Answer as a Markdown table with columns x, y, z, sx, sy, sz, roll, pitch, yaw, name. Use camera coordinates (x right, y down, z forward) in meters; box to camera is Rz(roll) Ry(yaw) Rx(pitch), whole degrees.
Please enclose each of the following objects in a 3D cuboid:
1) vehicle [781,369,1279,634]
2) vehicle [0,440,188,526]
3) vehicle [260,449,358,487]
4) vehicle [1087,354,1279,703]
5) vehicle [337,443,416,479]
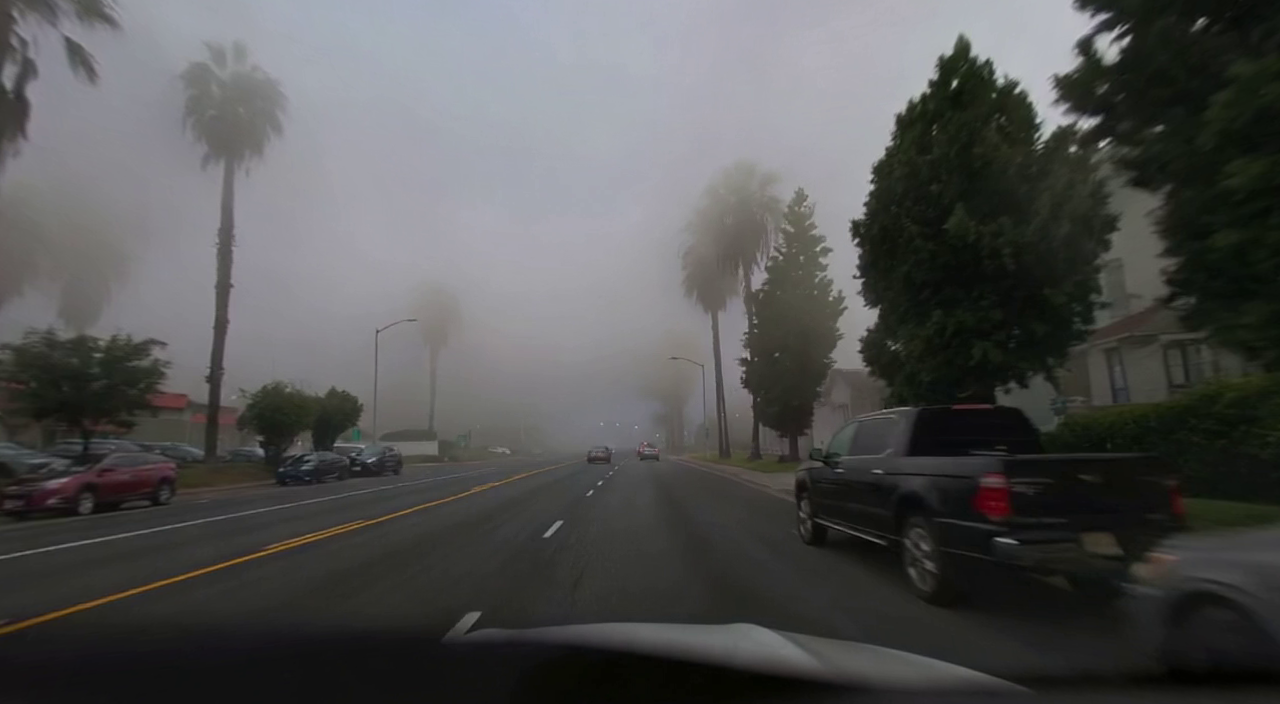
| x | y | z | sx | sy | sz | roll | pitch | yaw | name |
| --- | --- | --- | --- | --- | --- | --- | --- | --- | --- |
| 3.508 | 1.448 | 7.174 | 2.435 | 1.872 | 5.153 | 0 | -9 | -2 | vehicle |
| -13.851 | 3.077 | 15.472 | 2.118 | 1.750 | 4.655 | 0 | -9 | -1 | vehicle |
| -14.199 | 4.978 | 27.430 | 1.883 | 1.496 | 4.445 | 0 | -9 | -1 | vehicle |
| 3.714 | 0.655 | 1.161 | 2.019 | 1.726 | 5.012 | 0 | -9 | -1 | vehicle |
| -14.277 | 5.917 | 34.626 | 2.143 | 1.808 | 5.265 | 0 | -9 | -1 | vehicle |
